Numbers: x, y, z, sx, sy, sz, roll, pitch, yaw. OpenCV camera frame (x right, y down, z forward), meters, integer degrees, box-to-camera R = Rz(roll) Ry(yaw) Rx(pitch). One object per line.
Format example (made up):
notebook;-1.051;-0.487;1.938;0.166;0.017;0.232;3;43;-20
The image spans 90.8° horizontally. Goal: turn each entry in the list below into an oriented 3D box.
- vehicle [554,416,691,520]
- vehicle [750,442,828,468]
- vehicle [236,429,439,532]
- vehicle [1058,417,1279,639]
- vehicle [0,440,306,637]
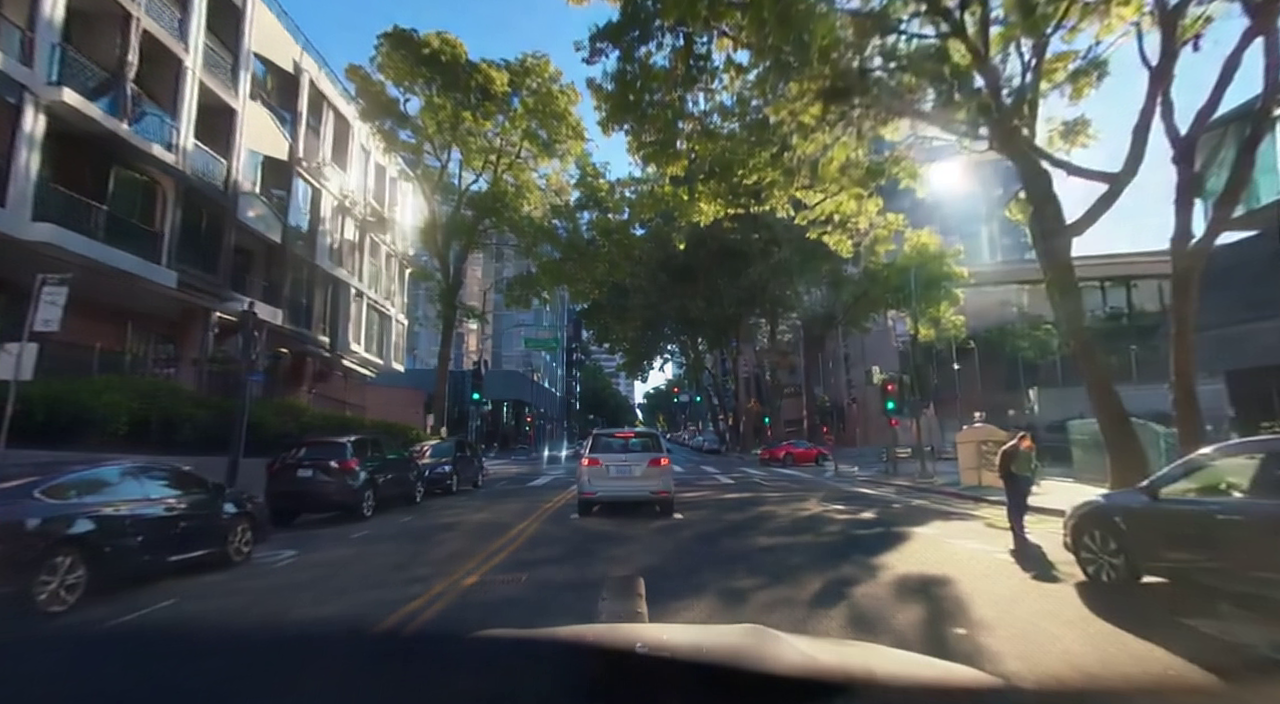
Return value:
vehicle;-0.272;2.205;12.453;2.258;1.687;3.934;-1;-8;1
vehicle;9.749;6.711;41.365;4.638;1.555;1.824;3;-9;-21
vehicle;-5.784;2.479;12.869;1.904;1.684;4.529;0;-8;-1
vehicle;5.947;1.385;5.080;2.004;1.699;4.525;0;-8;-1
vehicle;-5.578;1.624;6.207;1.841;1.466;4.364;-1;-8;6
